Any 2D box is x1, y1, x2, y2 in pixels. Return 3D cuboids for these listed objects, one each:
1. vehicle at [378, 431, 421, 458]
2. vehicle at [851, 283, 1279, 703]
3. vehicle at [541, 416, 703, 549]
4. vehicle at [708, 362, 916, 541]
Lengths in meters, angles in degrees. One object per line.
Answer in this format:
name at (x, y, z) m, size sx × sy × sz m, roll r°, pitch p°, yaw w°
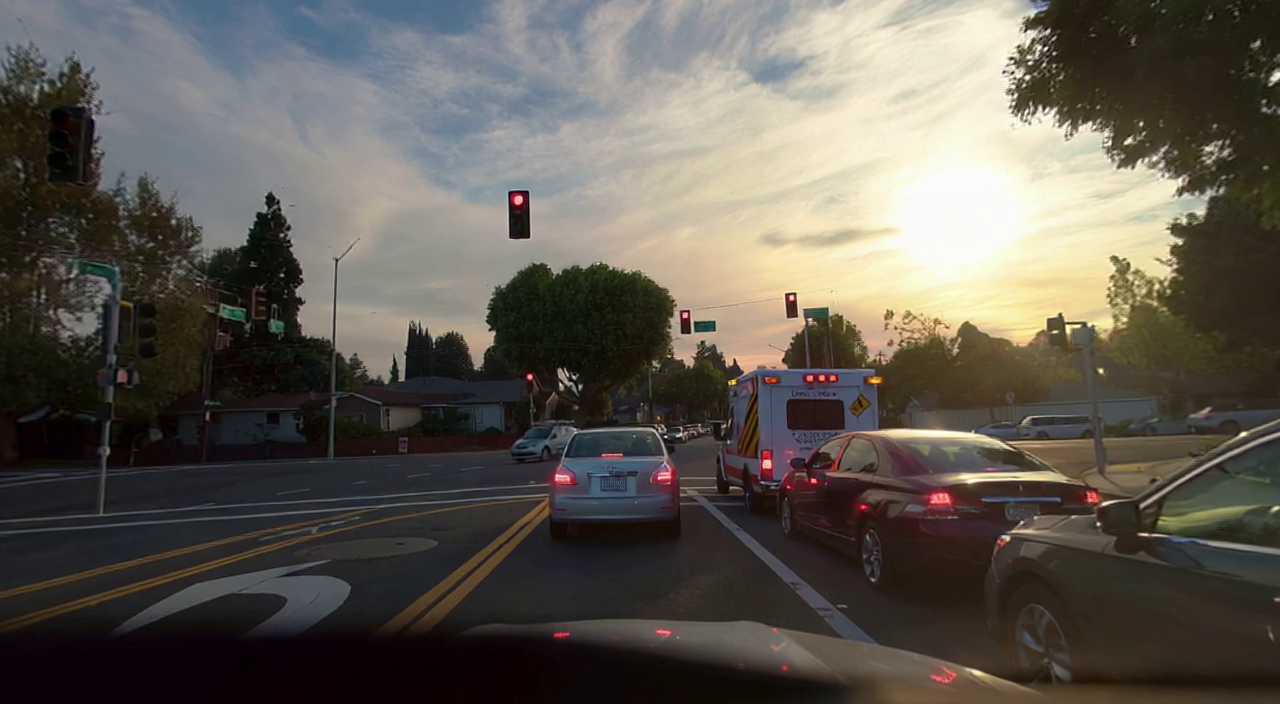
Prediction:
vehicle at (-17.733, 6.877, 46.875) m, size 2.246 × 1.880 × 4.454 m, roll 1°, pitch -8°, yaw -12°
vehicle at (2.852, 0.894, 2.854) m, size 2.194 × 1.820 × 4.652 m, roll 0°, pitch -8°, yaw 0°
vehicle at (-0.268, 1.977, 10.189) m, size 2.114 × 1.707 × 3.725 m, roll 0°, pitch -8°, yaw -1°
vehicle at (2.891, 1.884, 12.368) m, size 2.406 × 2.687 × 5.521 m, roll 0°, pitch -8°, yaw -1°
